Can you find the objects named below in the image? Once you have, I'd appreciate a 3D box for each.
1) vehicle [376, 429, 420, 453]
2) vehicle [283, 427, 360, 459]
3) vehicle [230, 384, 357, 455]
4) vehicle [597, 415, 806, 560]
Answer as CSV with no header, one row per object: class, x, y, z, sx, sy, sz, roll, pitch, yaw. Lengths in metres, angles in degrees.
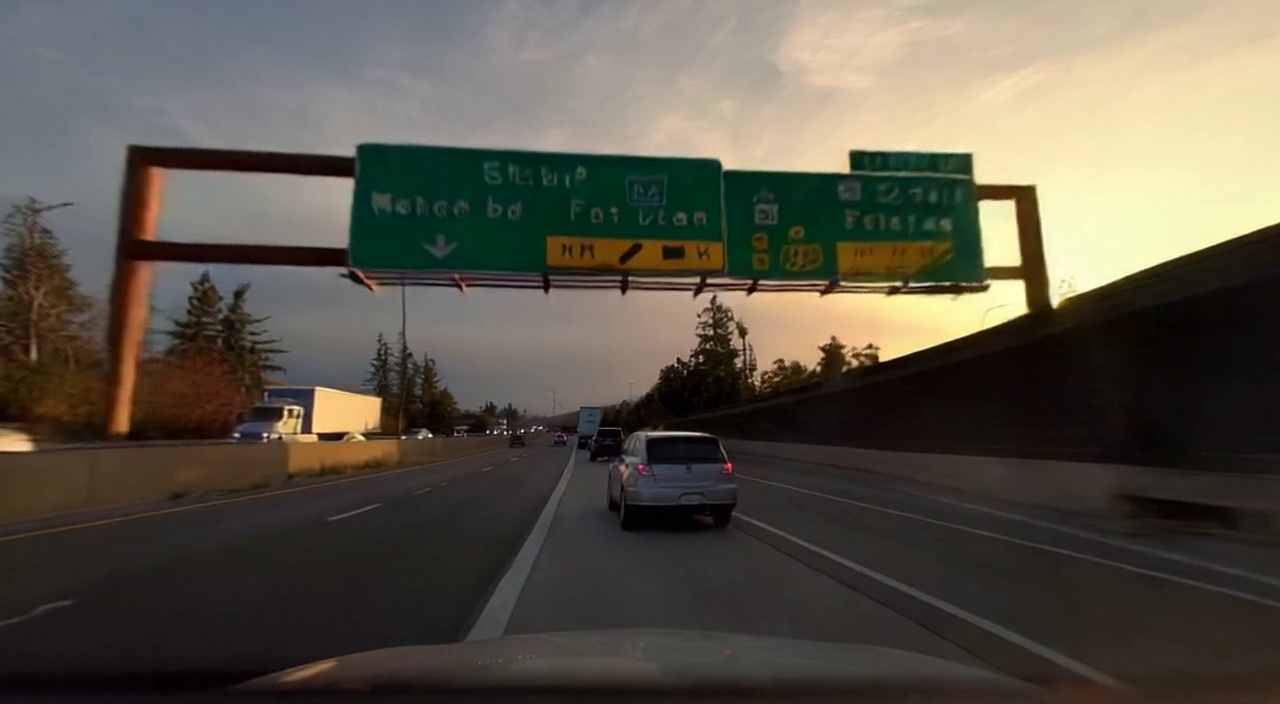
vehicle,-18.070,6.682,47.112,1.895,1.683,4.224,1,-8,-5
vehicle,-16.135,4.638,32.152,1.921,1.507,4.664,1,-8,-6
vehicle,-21.311,4.426,39.711,3.032,3.845,10.740,1,-8,-7
vehicle,0.511,1.743,8.926,2.127,1.497,4.445,1,-8,-5
